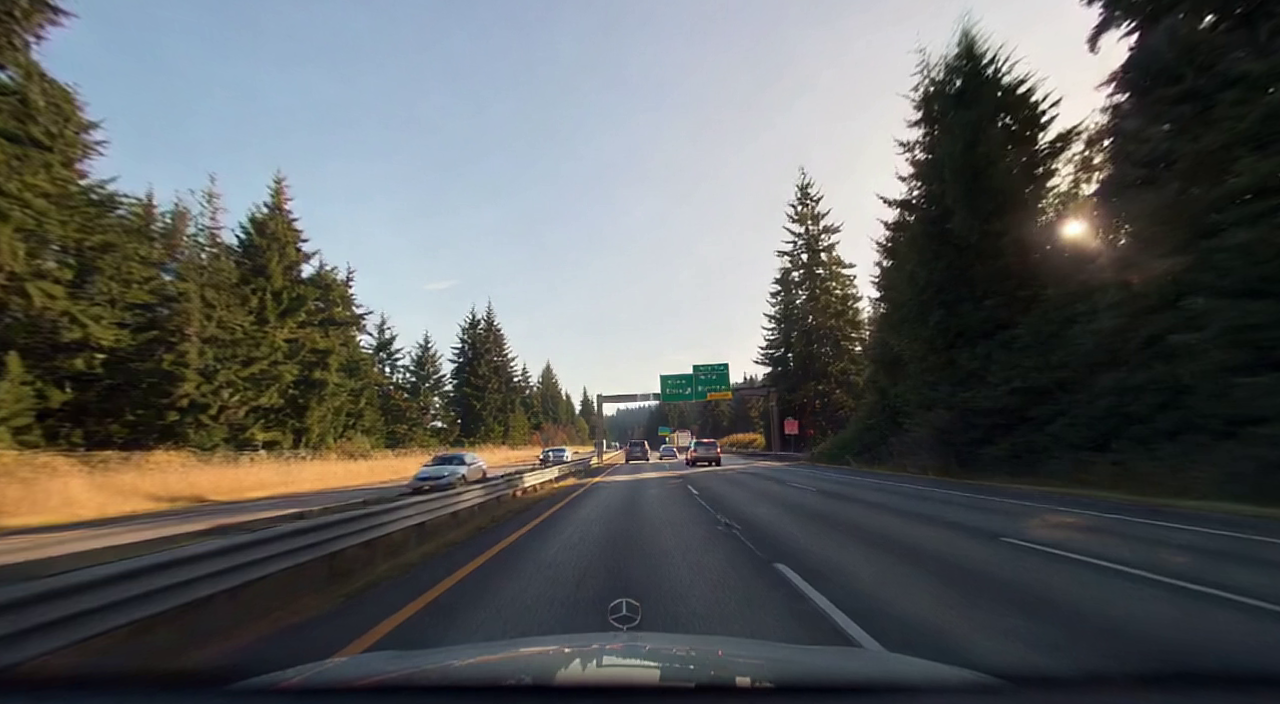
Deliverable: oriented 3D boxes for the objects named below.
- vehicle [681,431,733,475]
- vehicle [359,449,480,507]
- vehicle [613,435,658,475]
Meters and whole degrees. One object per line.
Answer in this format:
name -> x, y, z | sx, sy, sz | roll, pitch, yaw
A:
vehicle -> 3.268, 5.070, 31.640 | 1.981, 1.984, 4.623 | 0, -9, -2
vehicle -> -6.602, 3.801, 19.482 | 2.057, 1.543, 4.722 | 0, -9, 0
vehicle -> -0.216, 5.426, 33.247 | 2.192, 1.912, 4.524 | 0, -9, 0
